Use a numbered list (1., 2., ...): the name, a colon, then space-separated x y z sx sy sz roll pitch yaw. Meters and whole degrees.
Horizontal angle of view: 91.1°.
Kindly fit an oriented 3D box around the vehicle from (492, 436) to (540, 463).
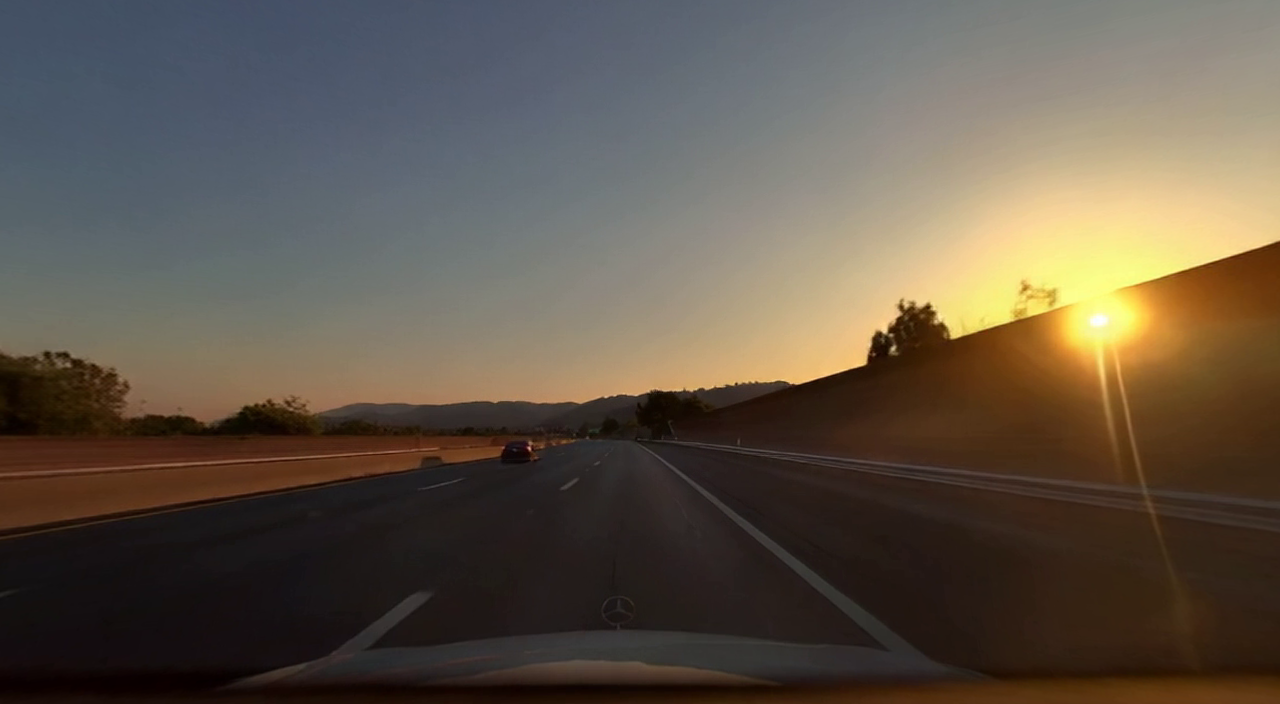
1. vehicle: -7.071 5.591 36.264 1.989 1.473 4.345 0 -8 -1
